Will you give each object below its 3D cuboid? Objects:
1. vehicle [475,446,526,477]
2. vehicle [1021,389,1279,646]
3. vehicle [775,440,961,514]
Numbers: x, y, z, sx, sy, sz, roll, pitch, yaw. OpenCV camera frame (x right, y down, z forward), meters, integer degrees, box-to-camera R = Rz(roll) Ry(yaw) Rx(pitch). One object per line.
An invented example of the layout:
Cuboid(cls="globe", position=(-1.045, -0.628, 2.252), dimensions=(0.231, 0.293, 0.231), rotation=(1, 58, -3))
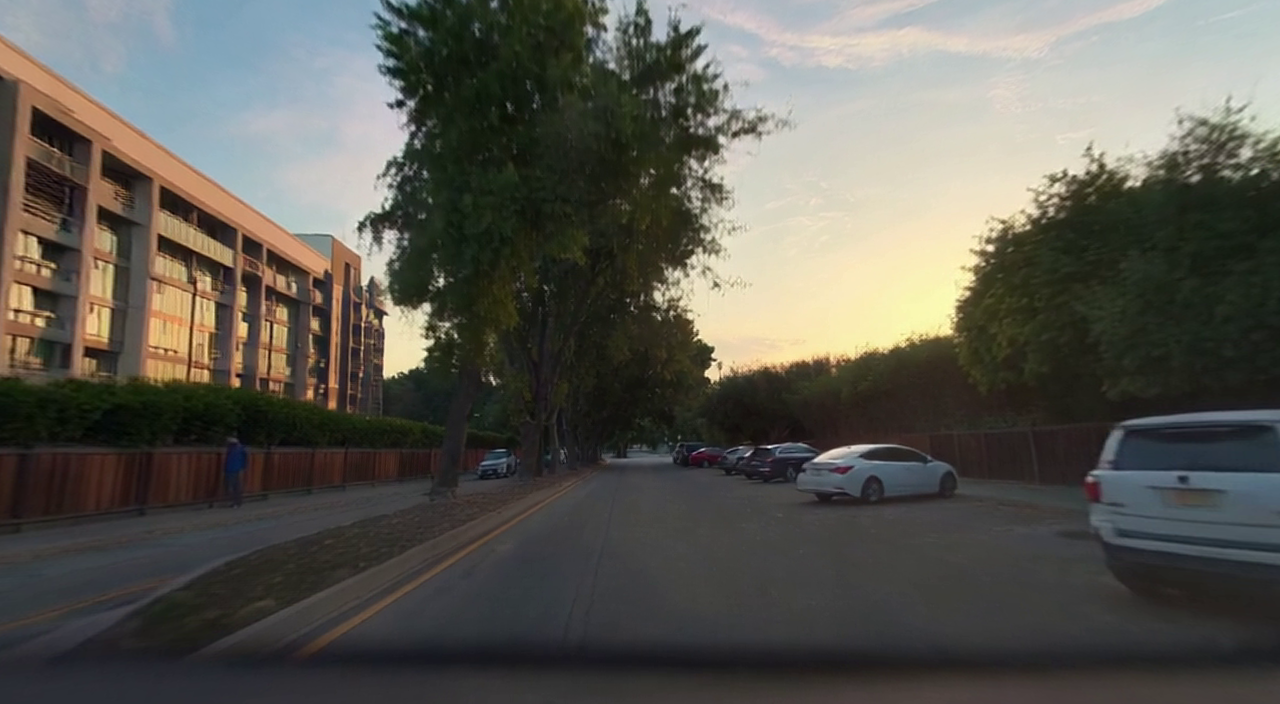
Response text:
Cuboid(cls="vehicle", position=(-8.414, 6.632, 38.523), dimensions=(2.172, 1.707, 4.273), rotation=(0, -8, 0))
Cuboid(cls="vehicle", position=(6.540, 1.357, 6.326), dimensions=(5.061, 1.829, 2.274), rotation=(2, -8, -29))
Cuboid(cls="vehicle", position=(5.316, 2.824, 14.769), dimensions=(3.752, 1.494, 2.083), rotation=(5, -9, -29))
